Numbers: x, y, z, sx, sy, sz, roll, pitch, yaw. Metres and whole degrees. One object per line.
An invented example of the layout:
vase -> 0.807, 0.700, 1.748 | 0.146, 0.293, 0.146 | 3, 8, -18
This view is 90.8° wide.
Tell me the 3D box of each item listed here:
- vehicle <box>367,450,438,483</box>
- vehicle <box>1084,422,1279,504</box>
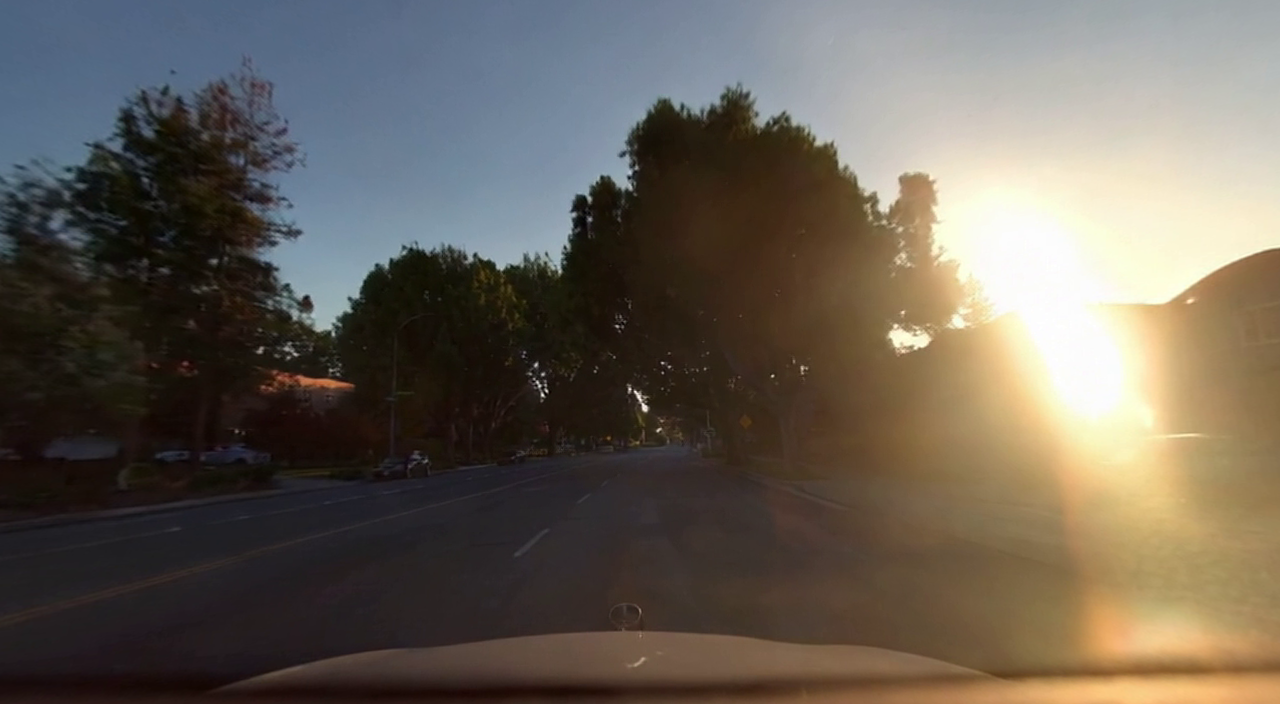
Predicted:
vehicle -> -12.540, 6.013, 33.590 | 1.859, 1.496, 4.390 | -4, -9, 3
vehicle -> 11.513, 2.098, 12.125 | 4.455, 1.442, 1.837 | -1, -8, 4
